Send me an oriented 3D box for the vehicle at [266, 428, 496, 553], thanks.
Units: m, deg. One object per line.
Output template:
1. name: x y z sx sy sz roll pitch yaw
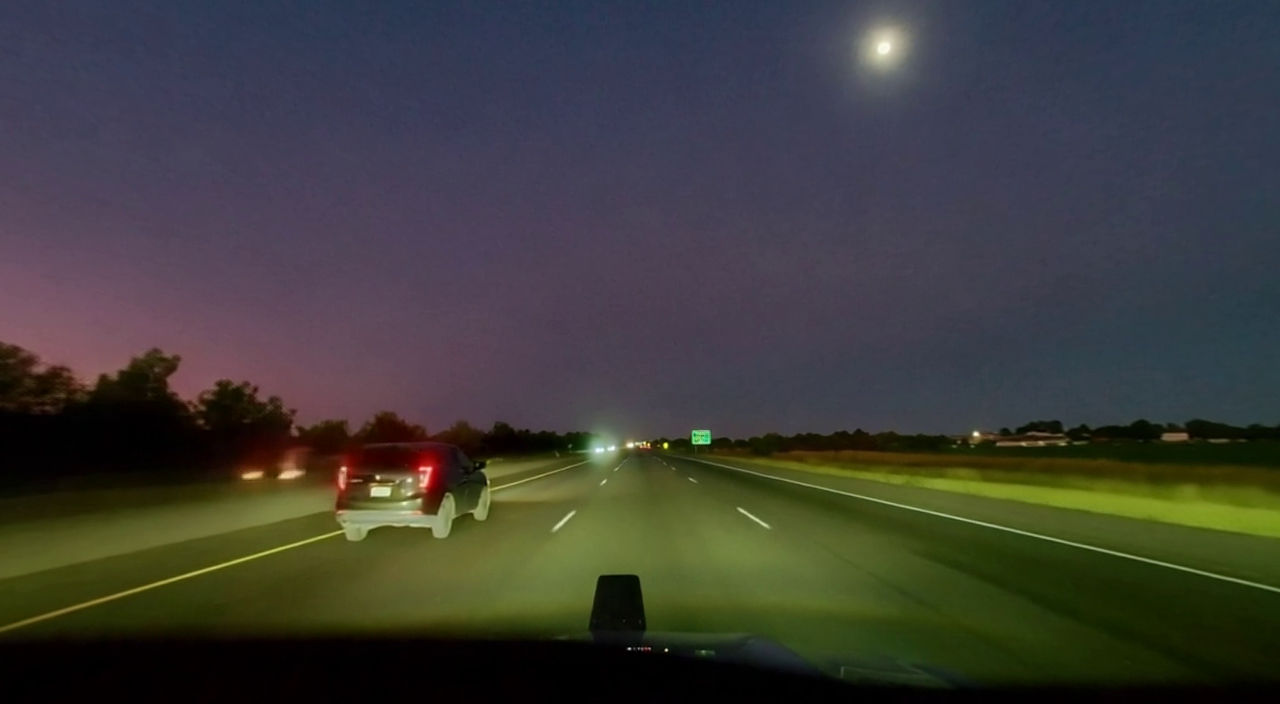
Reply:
1. vehicle: -3.622 2.004 9.741 1.815 1.500 4.036 0 -9 0
